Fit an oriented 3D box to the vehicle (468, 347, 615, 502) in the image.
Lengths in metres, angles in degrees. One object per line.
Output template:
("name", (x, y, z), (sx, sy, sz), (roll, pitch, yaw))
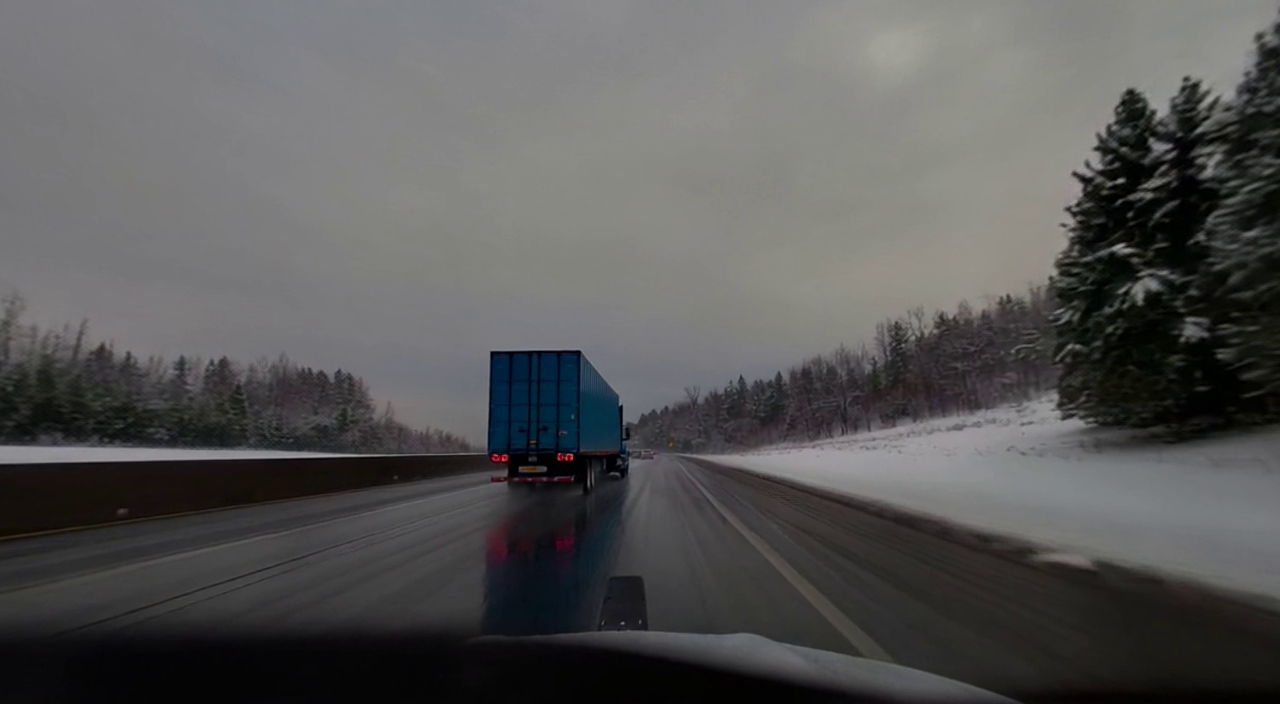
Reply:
("vehicle", (-2.871, 3.005, 23.932), (2.851, 4.098, 14.436), (0, -9, 2))
